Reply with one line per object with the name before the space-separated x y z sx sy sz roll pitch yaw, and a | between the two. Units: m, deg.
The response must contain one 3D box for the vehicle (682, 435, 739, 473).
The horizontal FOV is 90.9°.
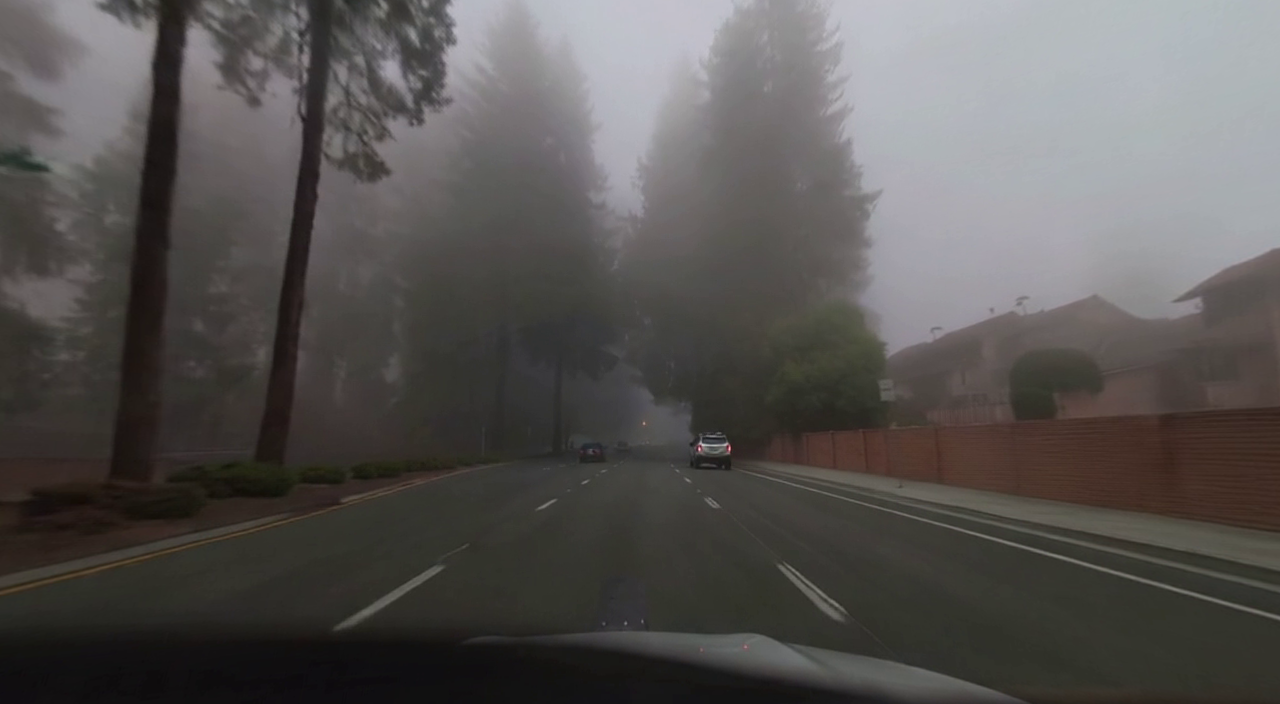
vehicle | 3.432 5.076 31.621 2.321 1.695 5.037 0 -8 1
